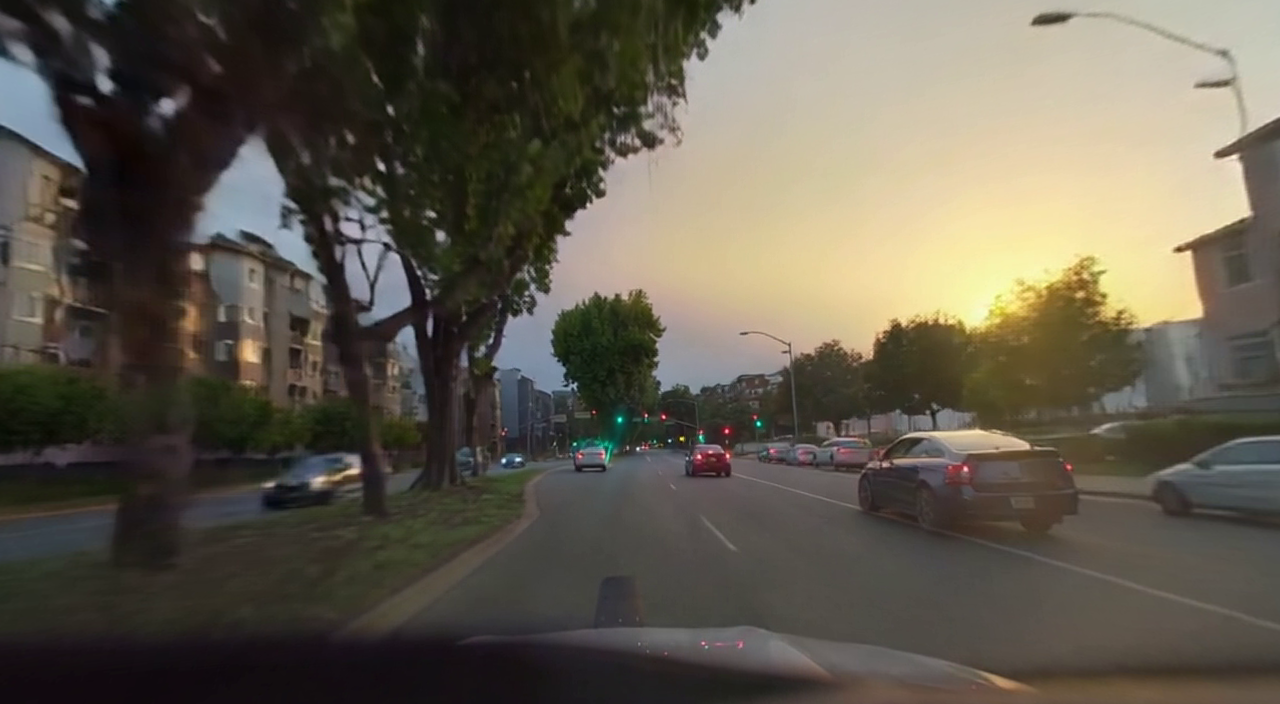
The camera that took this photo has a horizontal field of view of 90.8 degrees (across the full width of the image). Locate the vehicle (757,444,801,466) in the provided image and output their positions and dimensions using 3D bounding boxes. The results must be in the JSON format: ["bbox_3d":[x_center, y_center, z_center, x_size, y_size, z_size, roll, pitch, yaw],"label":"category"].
[{"bbox_3d":[10.002,7.446,45.688,2.014,1.480,4.783,0,-9,-1],"label":"vehicle"}]

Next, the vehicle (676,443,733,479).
[{"bbox_3d":[2.830,4.908,28.651,2.003,1.480,4.494,0,-9,-1],"label":"vehicle"}]

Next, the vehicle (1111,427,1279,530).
[{"bbox_3d":[10.240,1.987,10.113,1.865,1.478,4.599,0,-9,0],"label":"vehicle"}]

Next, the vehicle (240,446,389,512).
[{"bbox_3d":[-9.077,3.546,18.121,1.941,1.639,4.293,0,-9,0],"label":"vehicle"}]

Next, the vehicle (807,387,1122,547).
[{"bbox_3d":[4.872,1.889,10.946,2.427,2.017,5.763,0,-9,1],"label":"vehicle"}]

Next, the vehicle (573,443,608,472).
[{"bbox_3d":[-3.100,6.699,40.382,2.065,1.716,4.265,0,-9,-3],"label":"vehicle"}]

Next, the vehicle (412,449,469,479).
[{"bbox_3d":[-12.077,6.796,38.614,2.027,1.736,4.694,0,-9,-1],"label":"vehicle"}]
